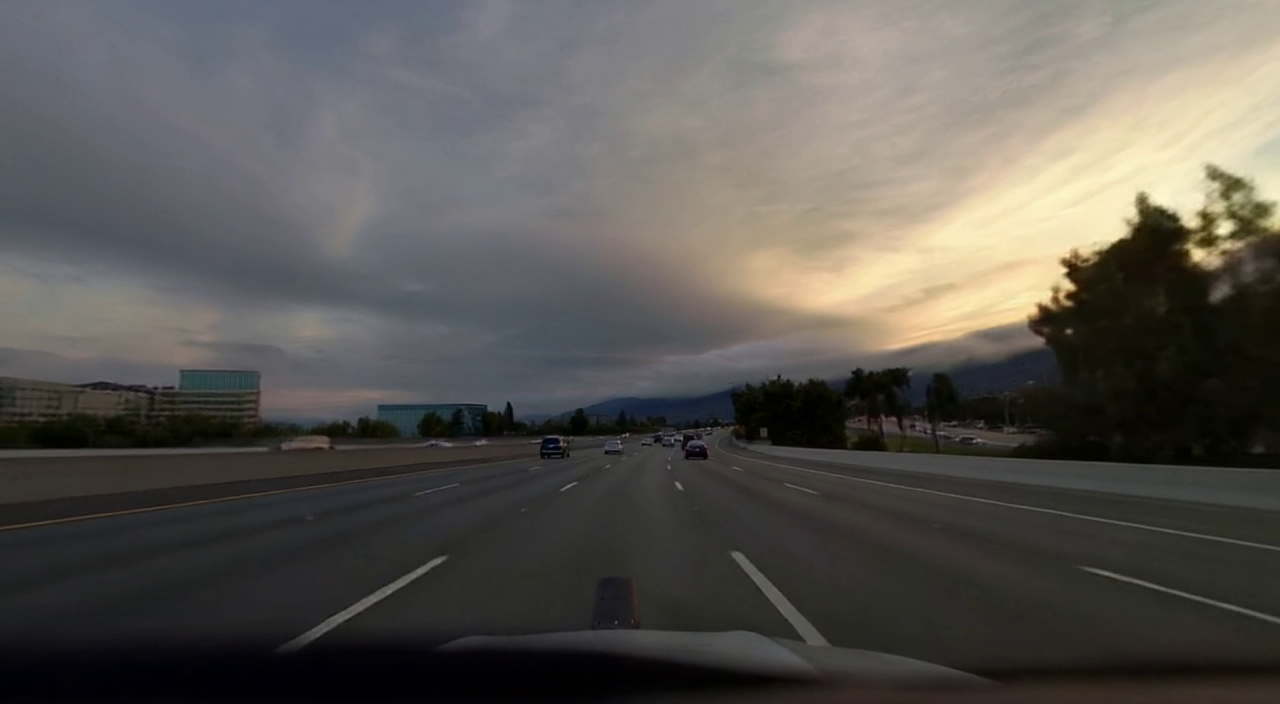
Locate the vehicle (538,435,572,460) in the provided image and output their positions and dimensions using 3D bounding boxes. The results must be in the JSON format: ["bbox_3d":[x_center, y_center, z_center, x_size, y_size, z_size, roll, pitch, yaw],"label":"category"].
[{"bbox_3d":[-6.597,7.477,49.386,2.009,1.850,4.338,0,-9,1],"label":"vehicle"}]

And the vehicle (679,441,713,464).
[{"bbox_3d":[3.717,6.743,42.522,1.967,1.475,4.080,0,-9,1],"label":"vehicle"}]

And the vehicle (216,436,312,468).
[{"bbox_3d":[-22.946,6.127,38.913,2.160,1.808,5.734,0,-9,2],"label":"vehicle"}]
